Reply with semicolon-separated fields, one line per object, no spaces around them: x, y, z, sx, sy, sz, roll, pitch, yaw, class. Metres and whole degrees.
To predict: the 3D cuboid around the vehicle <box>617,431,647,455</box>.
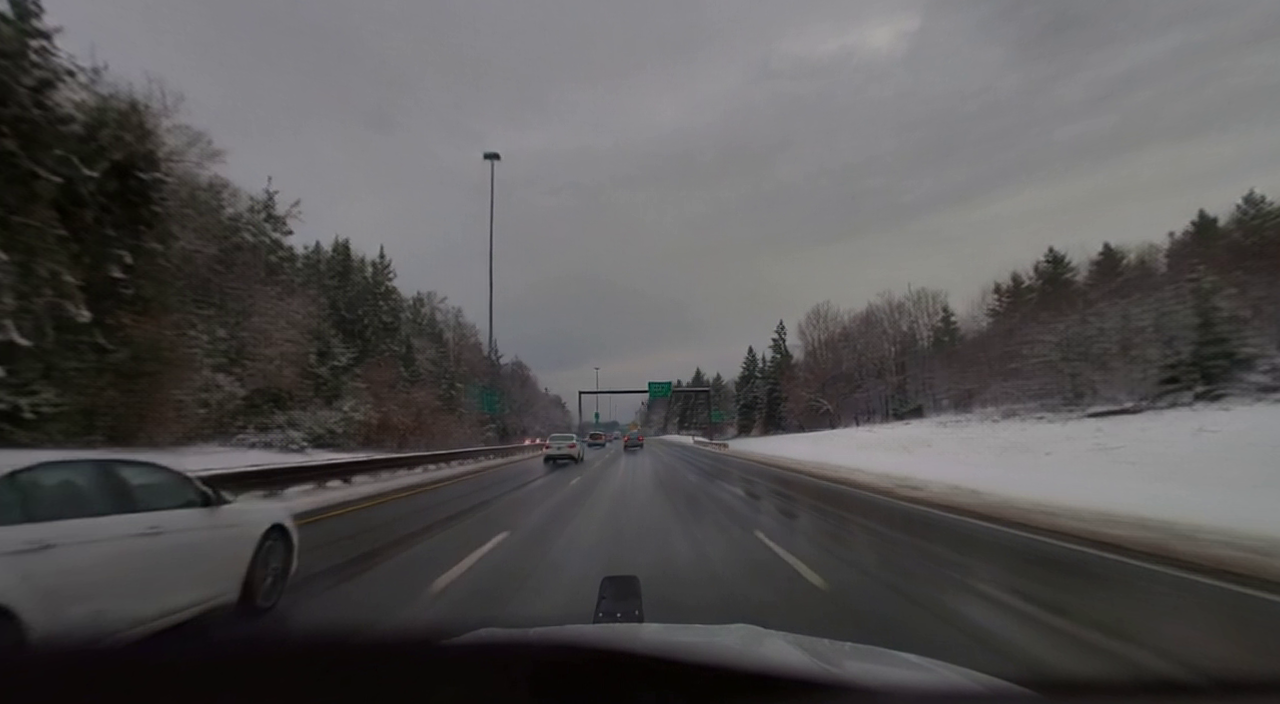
-0.544;6.434;44.653;2.054;1.609;3.859;0;-8;0;vehicle

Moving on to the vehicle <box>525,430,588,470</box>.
-3.393;4.083;26.379;1.989;1.497;4.645;0;-8;0;vehicle
